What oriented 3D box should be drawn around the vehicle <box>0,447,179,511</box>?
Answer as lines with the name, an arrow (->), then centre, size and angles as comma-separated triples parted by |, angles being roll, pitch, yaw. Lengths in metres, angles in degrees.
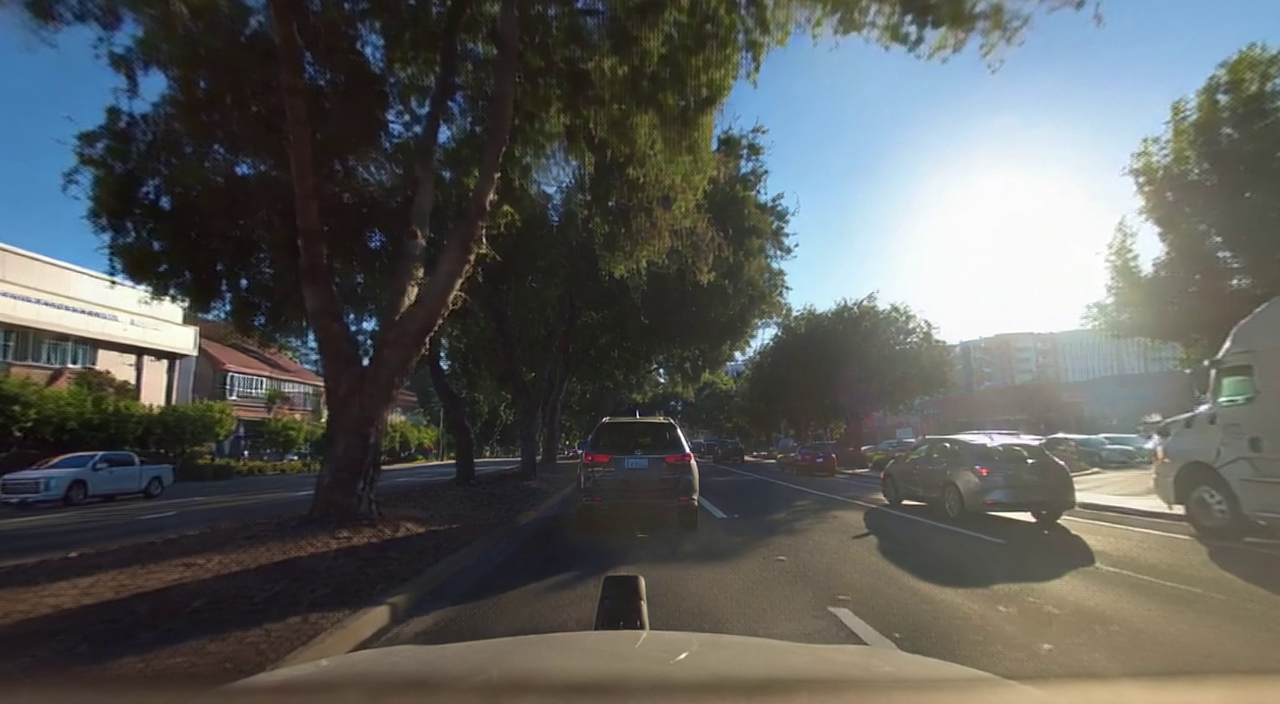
vehicle -> -19.273, 4.287, 22.056 | 2.302, 1.939, 5.221 | 0, -9, 1

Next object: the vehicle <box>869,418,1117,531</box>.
vehicle -> 6.199, 2.205, 11.899 | 2.056, 1.703, 4.428 | 0, -9, -1

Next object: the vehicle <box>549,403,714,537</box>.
vehicle -> -0.145, 1.984, 11.123 | 2.320, 1.880, 4.192 | 0, -9, -1

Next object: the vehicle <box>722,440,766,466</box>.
vehicle -> 6.543, 6.382, 40.158 | 1.914, 1.523, 4.287 | 0, -9, -1

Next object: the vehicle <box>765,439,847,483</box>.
vehicle -> 6.432, 4.273, 25.072 | 2.035, 1.553, 4.465 | 0, -9, 0

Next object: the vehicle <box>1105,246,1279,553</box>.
vehicle -> 9.991, 0.430, 7.066 | 3.030, 4.019, 8.420 | 0, -9, 0
